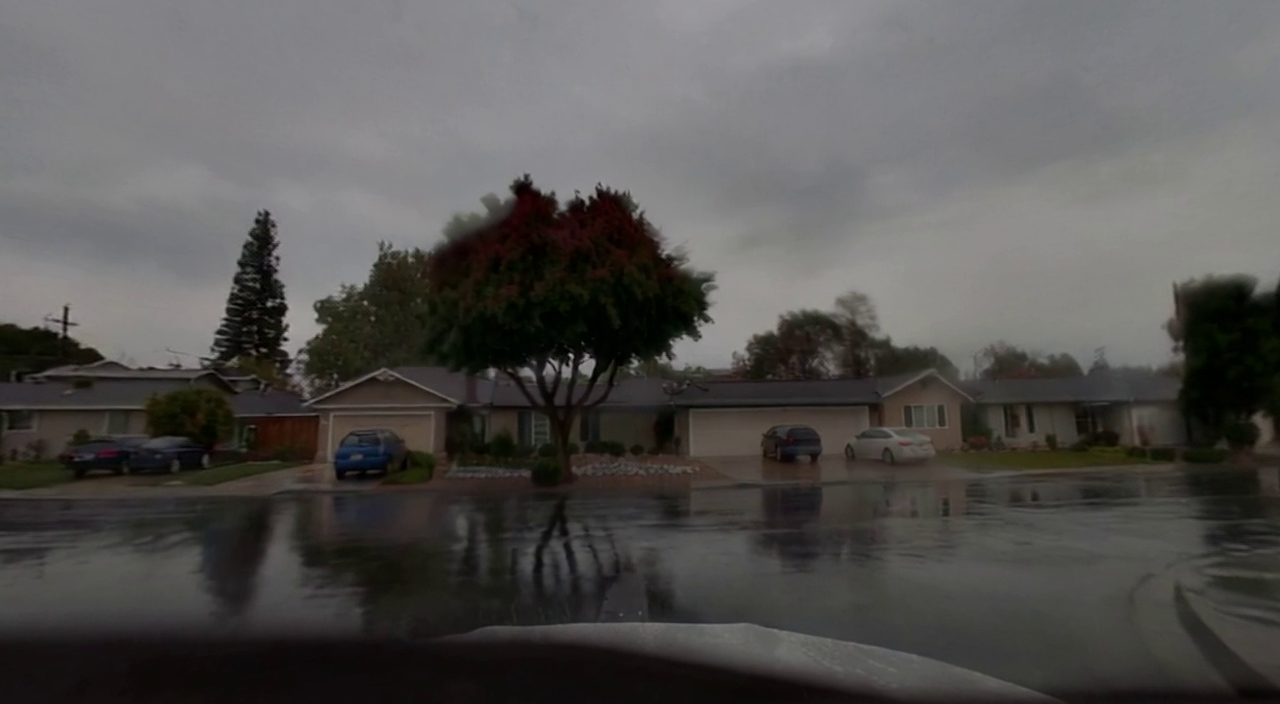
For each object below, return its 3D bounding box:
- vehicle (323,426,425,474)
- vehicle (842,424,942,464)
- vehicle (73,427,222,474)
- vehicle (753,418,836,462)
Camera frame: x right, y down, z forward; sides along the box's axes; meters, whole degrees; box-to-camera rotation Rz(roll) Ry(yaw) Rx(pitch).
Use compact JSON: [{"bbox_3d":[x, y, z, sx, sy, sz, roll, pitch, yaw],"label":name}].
[{"bbox_3d":[-10.028,3.762,24.292,1.942,1.651,4.655,0,-9,-1],"label":"vehicle"},{"bbox_3d":[10.539,3.916,26.771,1.873,1.556,4.216,2,-9,-11],"label":"vehicle"},{"bbox_3d":[-19.600,3.973,25.436,1.942,1.700,4.478,-1,-9,9],"label":"vehicle"},{"bbox_3d":[6.511,3.826,27.152,1.937,1.731,4.179,2,-9,-10],"label":"vehicle"}]
